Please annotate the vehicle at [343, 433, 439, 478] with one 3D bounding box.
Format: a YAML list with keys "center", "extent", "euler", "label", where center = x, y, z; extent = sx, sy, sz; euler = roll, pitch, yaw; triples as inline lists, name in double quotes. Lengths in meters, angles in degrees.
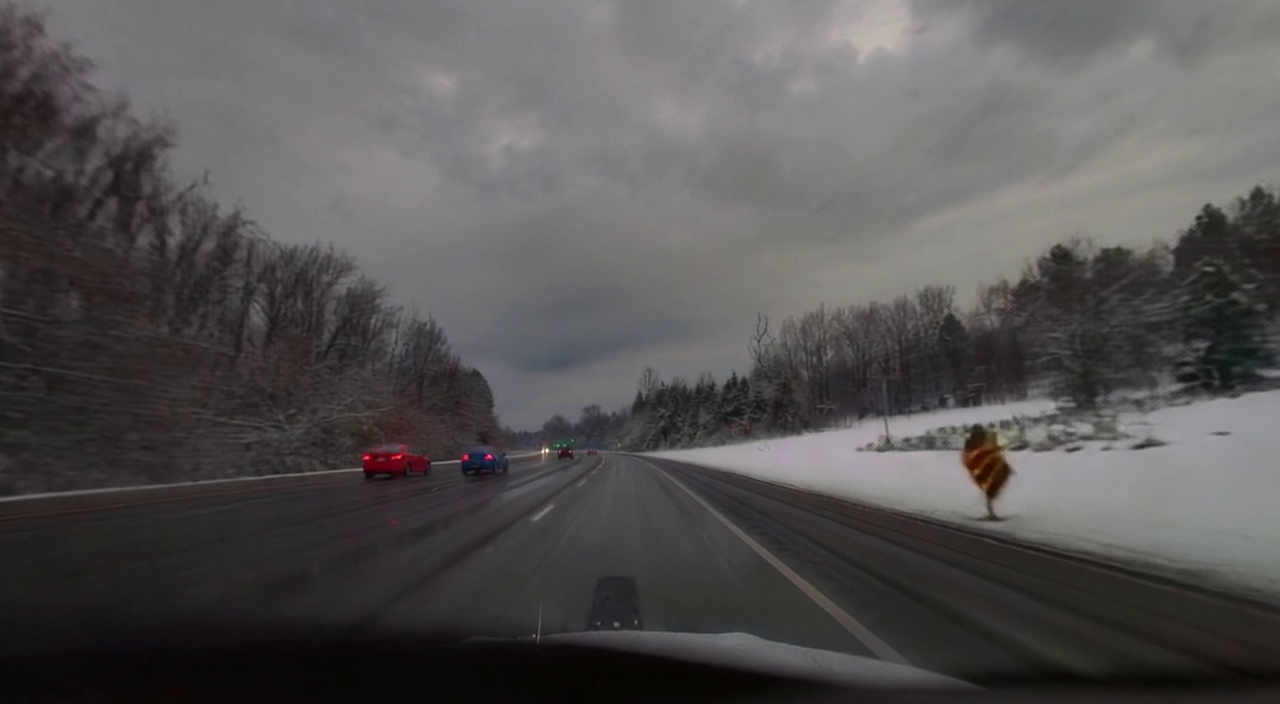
- center: [-11.787, 4.970, 30.371]
  extent: [2.425, 1.926, 5.584]
  euler: [0, -9, -1]
  label: "vehicle"

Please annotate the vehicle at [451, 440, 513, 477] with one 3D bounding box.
- center: [-7.750, 5.265, 31.324]
  extent: [2.060, 1.680, 4.255]
  euler: [0, -9, -1]
  label: "vehicle"
